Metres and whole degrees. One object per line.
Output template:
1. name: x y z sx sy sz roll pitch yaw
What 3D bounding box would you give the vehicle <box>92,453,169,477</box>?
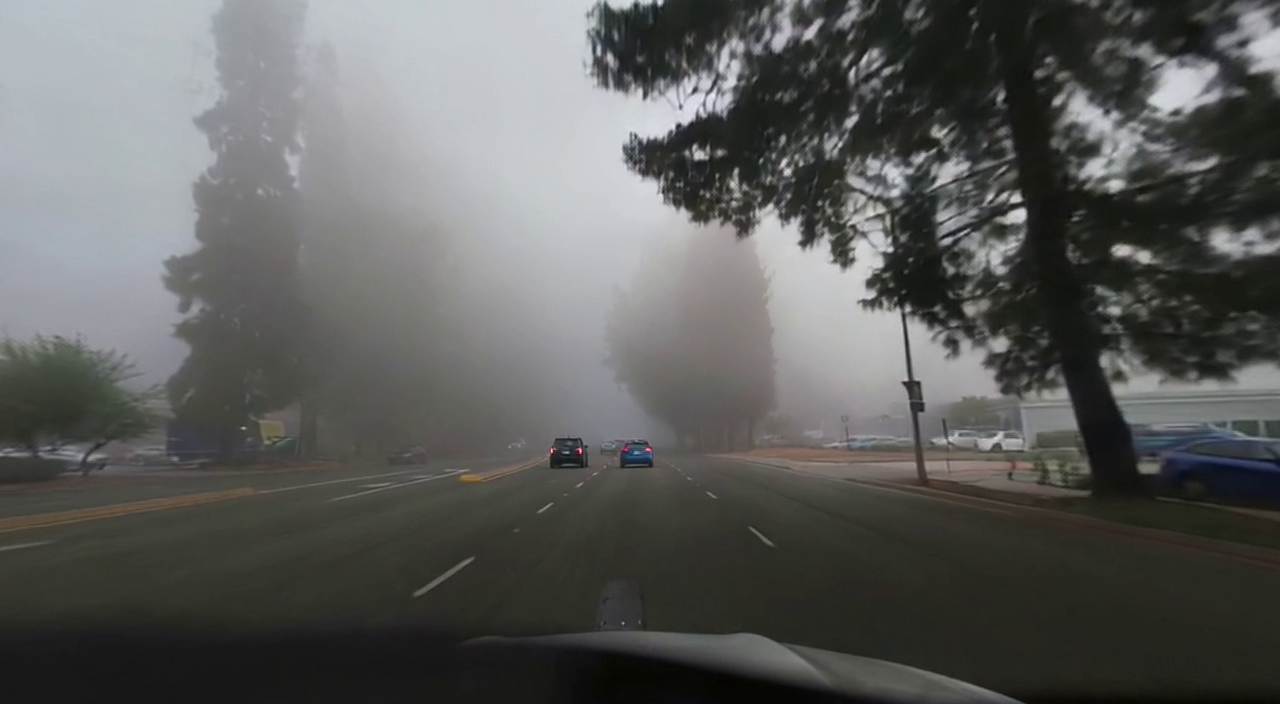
1. vehicle: -34.259 7.571 42.224 3.654 1.375 1.779 -1 -6 0

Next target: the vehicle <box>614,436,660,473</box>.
1. vehicle: -0.151 4.874 30.017 2.042 1.641 4.187 0 -8 0

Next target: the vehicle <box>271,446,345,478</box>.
1. vehicle: -19.480 6.459 37.091 1.946 1.725 4.508 0 -8 -1

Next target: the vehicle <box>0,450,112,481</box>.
1. vehicle: -34.409 6.660 37.055 4.697 1.596 2.031 -1 -6 3

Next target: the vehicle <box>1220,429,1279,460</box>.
1. vehicle: 34.916 5.091 34.656 1.903 1.630 3.895 0 -8 -2

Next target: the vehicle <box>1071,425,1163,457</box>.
1. vehicle: 31.404 5.882 41.402 4.175 2.084 2.155 0 -9 1

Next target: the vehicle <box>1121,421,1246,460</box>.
1. vehicle: 30.299 4.987 35.302 2.225 1.995 5.253 0 -9 -1

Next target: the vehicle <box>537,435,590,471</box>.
1. vehicle: -3.861 5.198 32.372 2.113 1.713 4.422 0 -8 0
